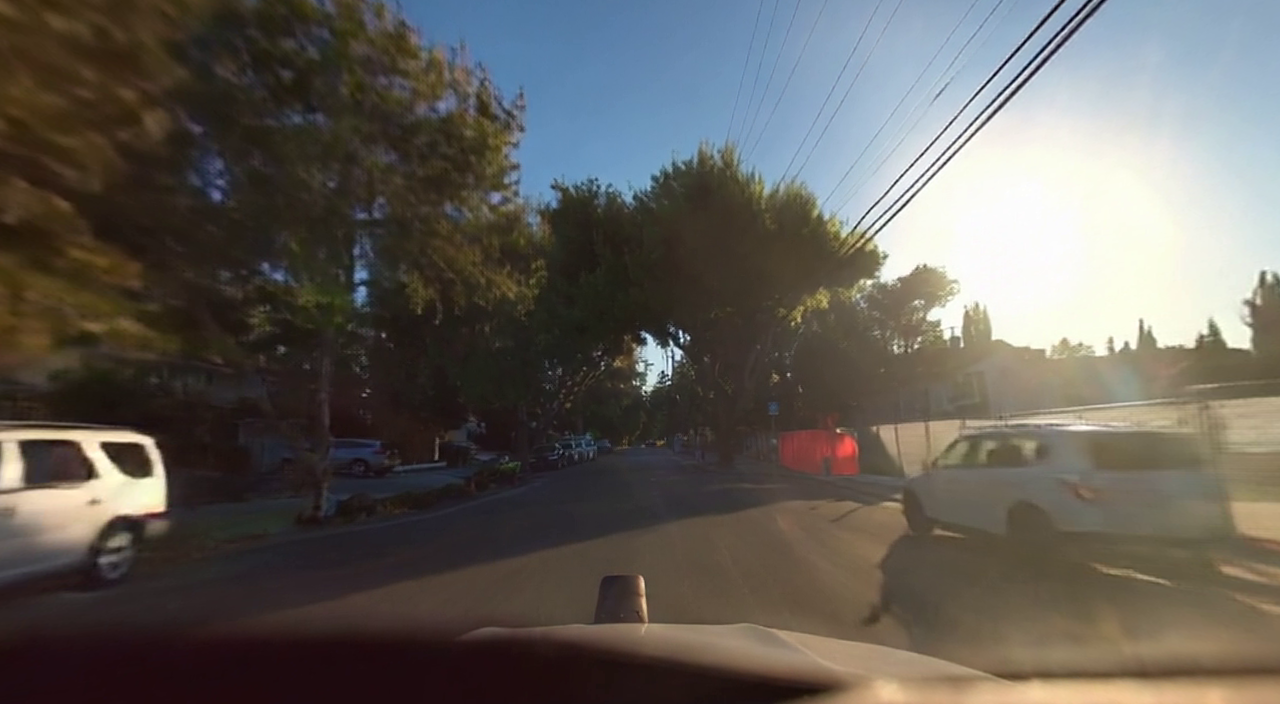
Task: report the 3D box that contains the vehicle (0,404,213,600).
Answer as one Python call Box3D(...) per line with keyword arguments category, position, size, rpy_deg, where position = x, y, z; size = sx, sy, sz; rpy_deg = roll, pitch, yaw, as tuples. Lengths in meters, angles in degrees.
Box3D(category="vehicle", position=(-6.959, 1.474, 6.296), size=(2.055, 1.806, 4.540), rpy_deg=(-1, -8, 3))

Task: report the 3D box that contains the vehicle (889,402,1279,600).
Box3D(category="vehicle", position=(4.571, 1.471, 7.062), size=(1.902, 1.542, 4.099), rpy_deg=(0, -8, 0))

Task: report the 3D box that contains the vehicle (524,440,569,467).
Box3D(category="vehicle", position=(-5.737, 6.267, 39.139), size=(1.771, 1.512, 4.281), rpy_deg=(2, -9, 5))

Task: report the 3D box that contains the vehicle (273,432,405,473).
Box3D(category="vehicle", position=(-13.088, 4.385, 27.671), size=(4.752, 1.734, 1.998), rpy_deg=(0, -8, 1))

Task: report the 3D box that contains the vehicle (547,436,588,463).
Box3D(category="vehicle", position=(-5.258, 7.195, 46.435), size=(2.158, 1.837, 4.659), rpy_deg=(-1, -10, 3))

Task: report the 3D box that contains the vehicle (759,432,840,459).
Box3D(category="vehicle", position=(10.772, 6.321, 42.868), size=(4.920, 1.759, 1.998), rpy_deg=(0, -8, -1))
